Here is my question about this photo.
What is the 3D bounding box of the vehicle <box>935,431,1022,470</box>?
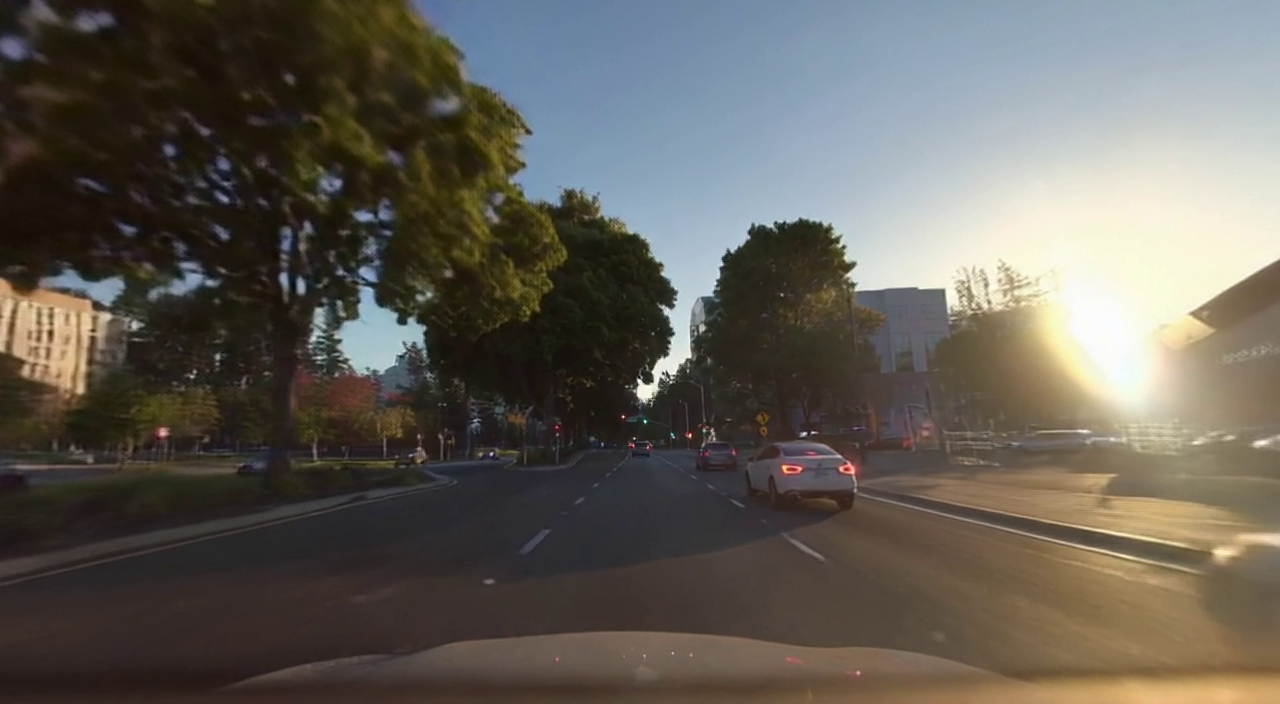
[{"bbox_3d":[15.065,4.333,27.900,2.165,1.591,4.471,-8,-12,43],"label":"vehicle"}]

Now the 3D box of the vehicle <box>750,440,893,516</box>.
[{"bbox_3d":[3.848,2.726,14.227,1.872,1.431,4.270,0,-8,-1],"label":"vehicle"}]

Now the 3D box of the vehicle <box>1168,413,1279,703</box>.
[{"bbox_3d":[4.029,0.800,1.471,1.913,1.463,4.198,0,-8,0],"label":"vehicle"}]

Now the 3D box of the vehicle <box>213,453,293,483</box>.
[{"bbox_3d":[-21.942,6.555,35.965,1.832,1.496,4.458,0,-8,-2],"label":"vehicle"}]

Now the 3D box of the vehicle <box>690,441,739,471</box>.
[{"bbox_3d":[3.906,5.538,33.928,1.939,1.474,4.716,0,-8,-1],"label":"vehicle"}]
